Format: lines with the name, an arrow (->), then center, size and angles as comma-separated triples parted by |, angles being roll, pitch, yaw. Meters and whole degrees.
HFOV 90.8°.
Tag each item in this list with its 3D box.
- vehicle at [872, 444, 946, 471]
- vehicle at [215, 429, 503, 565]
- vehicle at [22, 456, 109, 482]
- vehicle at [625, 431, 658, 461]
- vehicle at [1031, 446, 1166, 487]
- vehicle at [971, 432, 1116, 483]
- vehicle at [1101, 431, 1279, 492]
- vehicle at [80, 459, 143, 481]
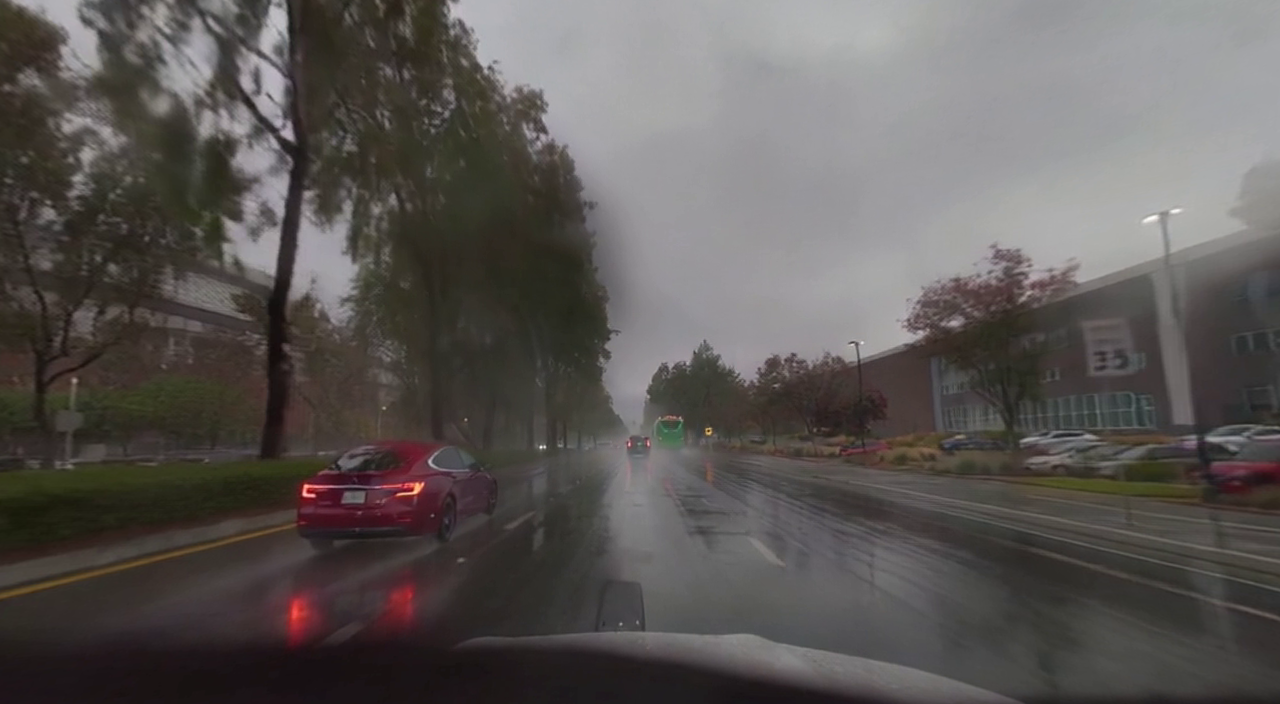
vehicle -> 15.798, 6.216, 37.257 | 3.495, 1.485, 1.806 | 0, -8, -2
vehicle -> -3.586, 1.922, 9.261 | 2.120, 1.481, 4.535 | 0, -8, 0
vehicle -> -42.341, 8.605, 46.701 | 2.037, 1.779, 4.609 | -2, -10, 0
vehicle -> 0.065, 7.120, 47.703 | 2.336, 2.122, 5.207 | 0, -8, -1
vehicle -> 17.258, 4.308, 23.901 | 3.722, 1.408, 1.766 | -1, -8, -1
vehicle -> 16.990, 4.463, 26.801 | 4.520, 1.834, 2.167 | -3, -9, 0
vehicle -> 16.513, 3.148, 18.357 | 4.579, 1.623, 2.031 | 0, -8, -1
vehicle -> -39.525, 8.824, 47.343 | 1.633, 1.433, 3.617 | 0, -8, -1
